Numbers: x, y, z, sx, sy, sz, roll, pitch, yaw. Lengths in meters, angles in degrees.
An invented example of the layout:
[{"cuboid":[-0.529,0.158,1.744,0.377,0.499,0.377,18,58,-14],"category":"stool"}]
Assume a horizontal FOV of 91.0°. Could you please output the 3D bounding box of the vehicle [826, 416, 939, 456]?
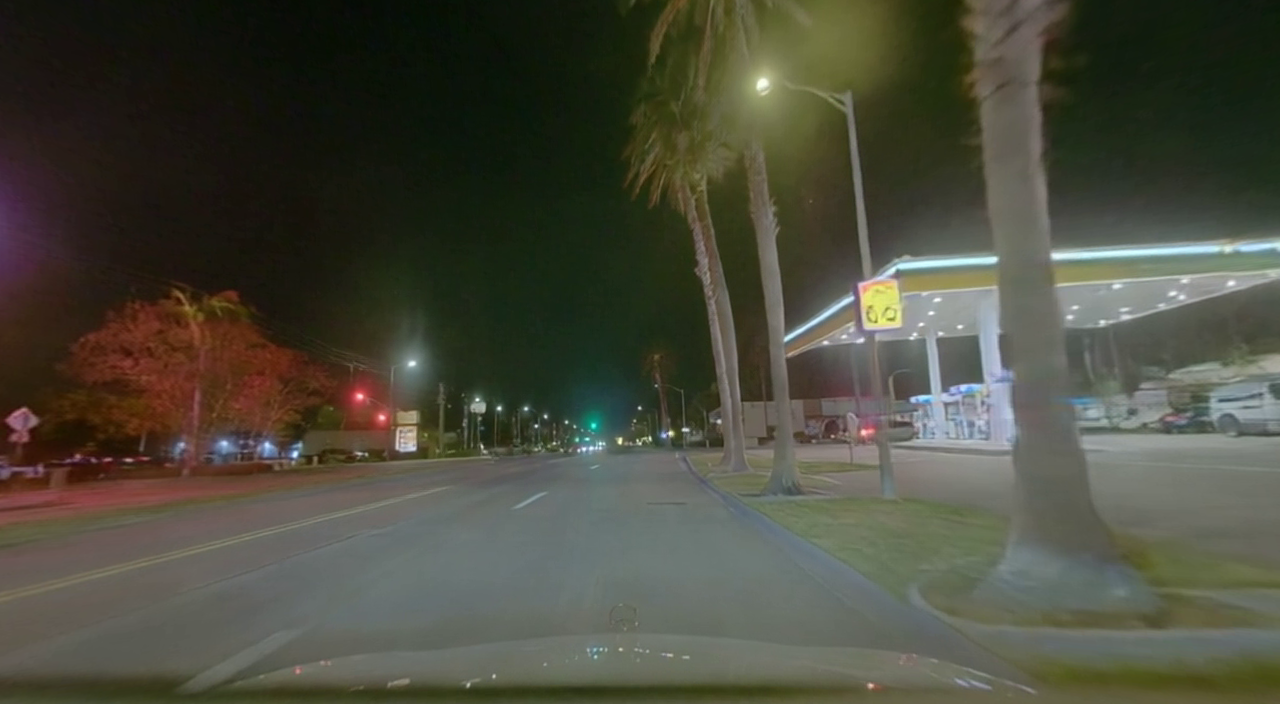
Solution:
[{"cuboid":[11.851,4.156,30.996,4.640,1.800,2.026,-1,-8,-1],"category":"vehicle"}]
